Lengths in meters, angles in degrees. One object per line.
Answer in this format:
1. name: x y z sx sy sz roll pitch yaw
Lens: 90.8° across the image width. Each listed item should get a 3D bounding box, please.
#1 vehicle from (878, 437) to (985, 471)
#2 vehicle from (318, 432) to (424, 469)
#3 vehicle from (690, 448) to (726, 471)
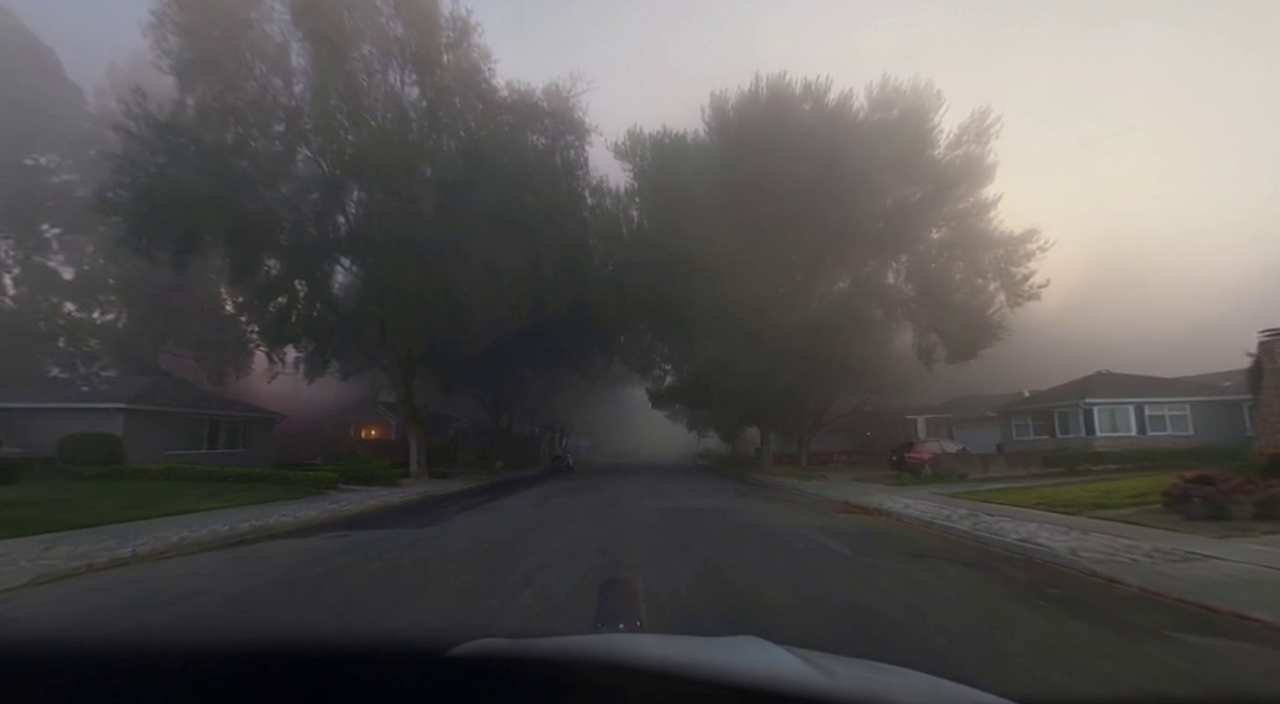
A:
1. vehicle: 14.280 4.964 31.001 4.391 1.555 1.953 1 -7 -12
2. vehicle: -15.257 5.661 35.972 5.003 1.805 2.041 10 -13 -37
3. vehicle: 4.692 7.479 44.134 1.893 1.454 4.219 0 -9 -1
